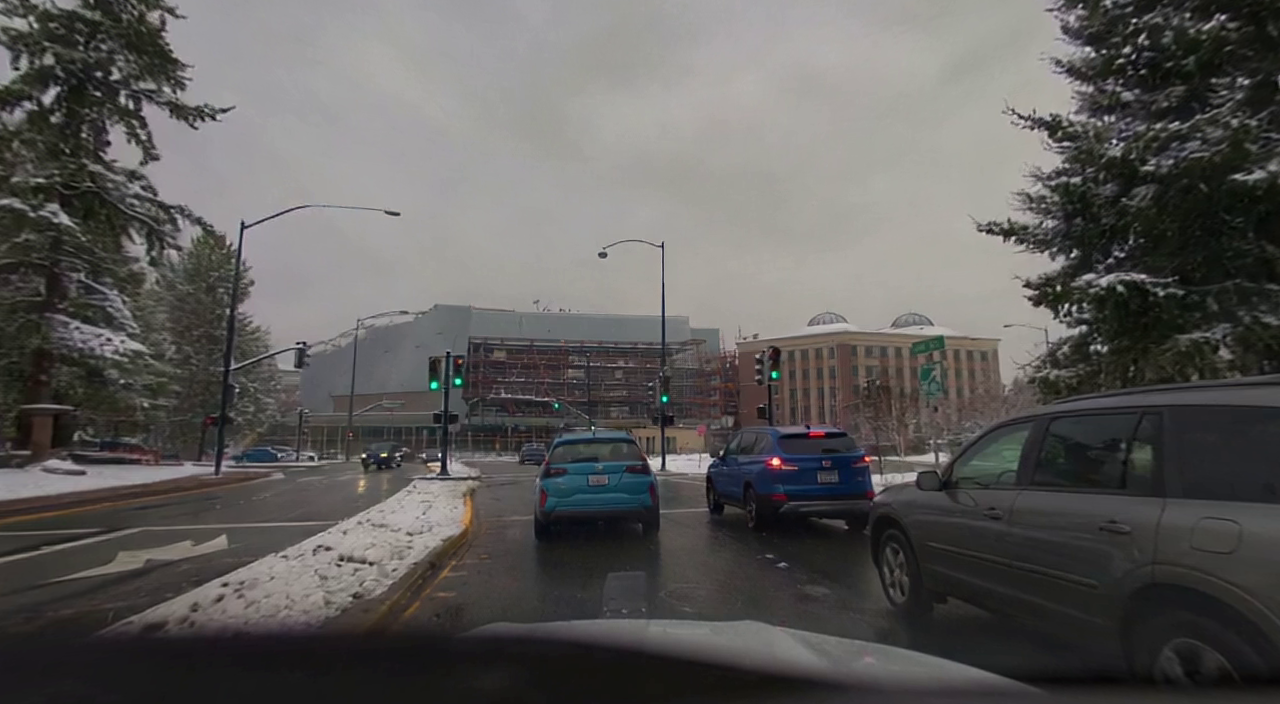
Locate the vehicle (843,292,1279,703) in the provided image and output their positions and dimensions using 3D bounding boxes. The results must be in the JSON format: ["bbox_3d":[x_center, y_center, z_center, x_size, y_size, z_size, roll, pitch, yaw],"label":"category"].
[{"bbox_3d":[3.179,0.910,3.471,2.320,1.772,4.872,0,-9,-2],"label":"vehicle"}]

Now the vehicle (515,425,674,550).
[{"bbox_3d":[-0.876,2.098,10.471,2.132,1.632,3.889,1,-9,-8],"label":"vehicle"}]

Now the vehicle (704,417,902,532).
[{"bbox_3d":[2.717,2.174,11.806,2.103,1.710,4.396,1,-9,-7],"label":"vehicle"}]

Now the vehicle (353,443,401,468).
[{"bbox_3d":[-19.164,7.528,46.129,2.303,1.692,4.571,1,-9,-11],"label":"vehicle"}]

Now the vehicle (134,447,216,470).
[{"bbox_3d":[-33.074,7.531,44.823,4.653,1.459,2.228,-1,-8,17],"label":"vehicle"}]
